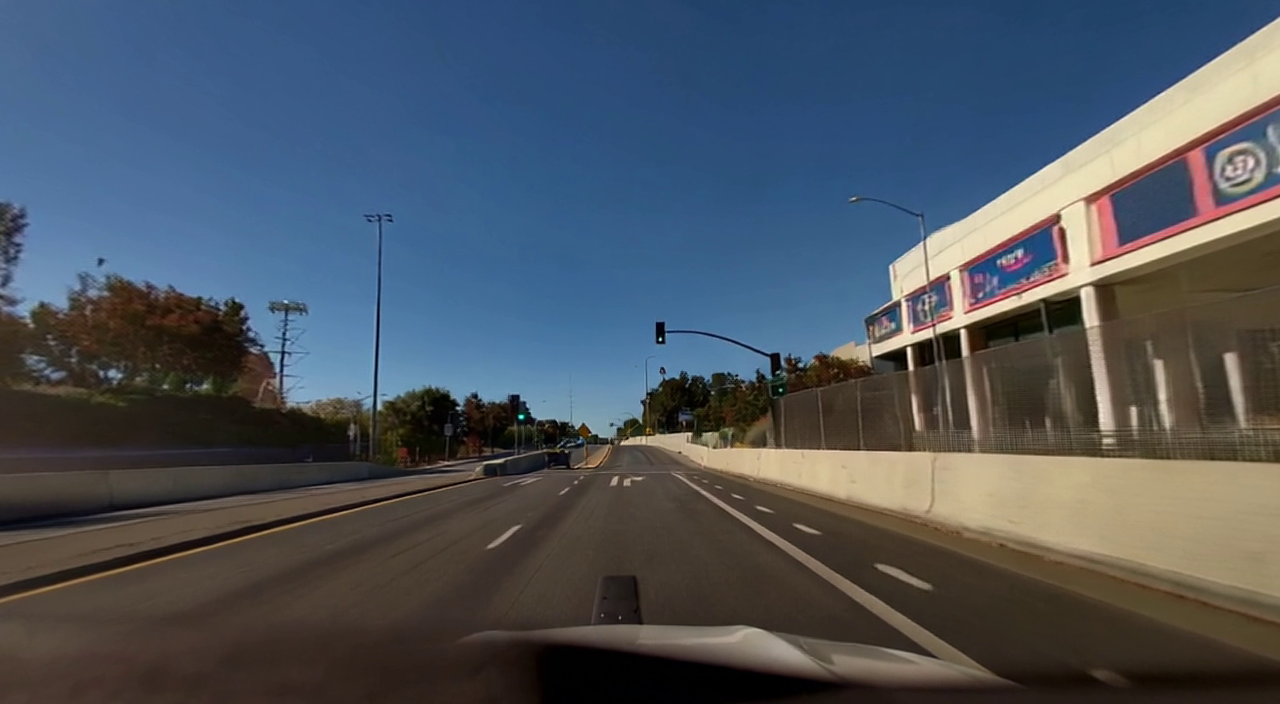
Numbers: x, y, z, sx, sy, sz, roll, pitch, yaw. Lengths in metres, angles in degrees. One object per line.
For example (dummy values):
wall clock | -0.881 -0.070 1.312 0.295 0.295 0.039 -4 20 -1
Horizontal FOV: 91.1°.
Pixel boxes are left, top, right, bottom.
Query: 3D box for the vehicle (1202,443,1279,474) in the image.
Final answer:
vehicle | 29.944 5.074 29.960 4.203 1.391 1.775 -5 -9 27

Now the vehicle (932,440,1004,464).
vehicle | 21.693 6.609 41.648 1.717 1.486 3.824 4 -9 -32
